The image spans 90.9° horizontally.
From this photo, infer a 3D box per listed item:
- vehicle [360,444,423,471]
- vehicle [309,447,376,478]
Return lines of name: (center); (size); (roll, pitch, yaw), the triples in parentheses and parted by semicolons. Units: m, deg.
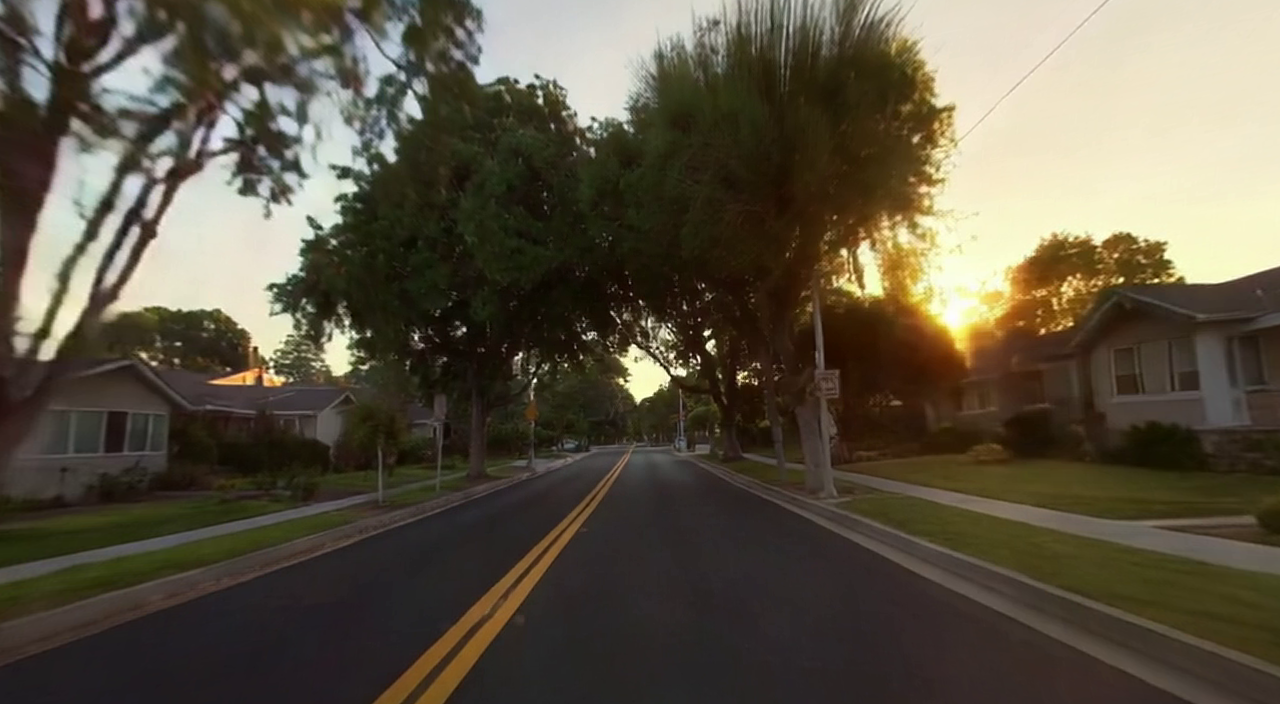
vehicle: (-14.667, 6.254, 37.503); (1.830, 1.495, 4.641); (0, -8, 1)
vehicle: (-17.550, 6.492, 37.403); (1.903, 1.500, 4.214); (-3, -7, 1)
